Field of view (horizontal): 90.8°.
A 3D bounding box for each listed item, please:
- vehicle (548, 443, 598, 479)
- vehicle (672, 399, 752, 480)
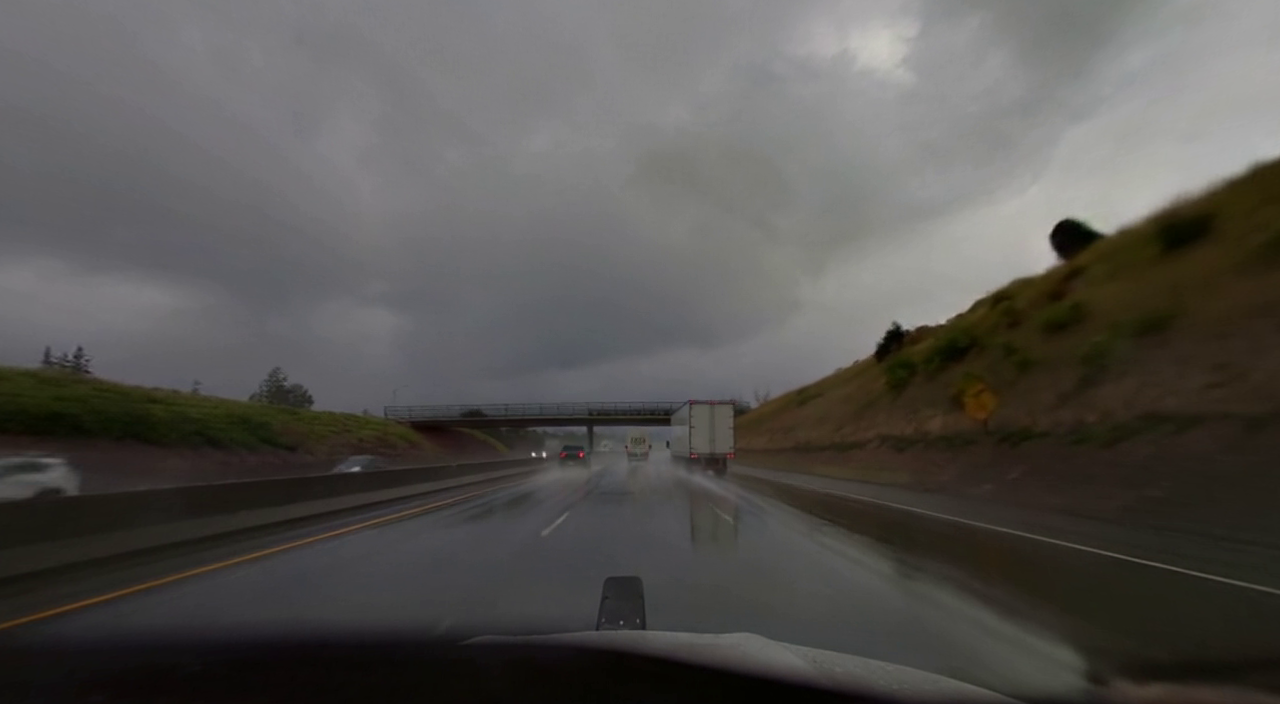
[{"bbox_3d":[-3.238,5.393,31.388,2.007,1.647,3.854,0,-9,1],"label":"vehicle"},{"bbox_3d":[4.046,5.676,40.175,3.131,4.037,16.729,0,-9,0],"label":"vehicle"}]
